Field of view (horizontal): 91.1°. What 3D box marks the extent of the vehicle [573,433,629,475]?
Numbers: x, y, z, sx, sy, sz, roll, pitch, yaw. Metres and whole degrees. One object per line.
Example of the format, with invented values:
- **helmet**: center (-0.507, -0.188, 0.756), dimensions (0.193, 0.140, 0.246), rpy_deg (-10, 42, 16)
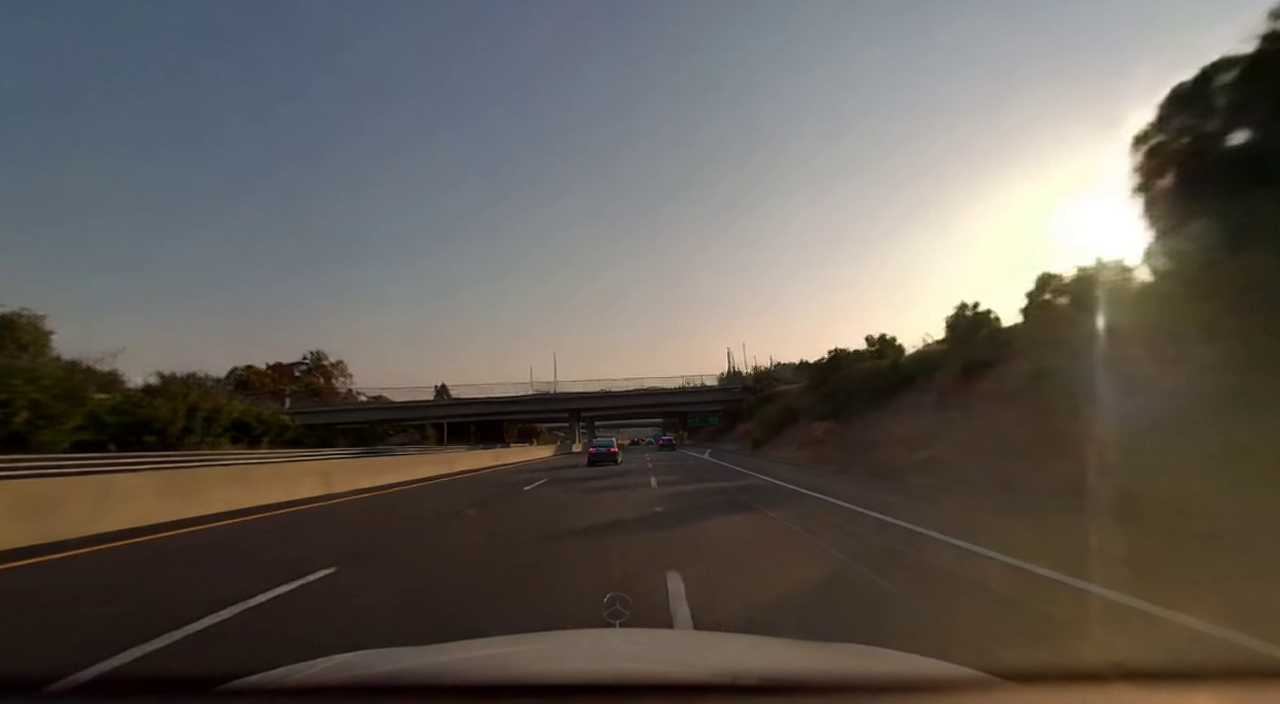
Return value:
- **vehicle**: center (-1.523, 4.197, 26.298), dimensions (2.039, 1.589, 4.324), rpy_deg (0, -8, 1)
